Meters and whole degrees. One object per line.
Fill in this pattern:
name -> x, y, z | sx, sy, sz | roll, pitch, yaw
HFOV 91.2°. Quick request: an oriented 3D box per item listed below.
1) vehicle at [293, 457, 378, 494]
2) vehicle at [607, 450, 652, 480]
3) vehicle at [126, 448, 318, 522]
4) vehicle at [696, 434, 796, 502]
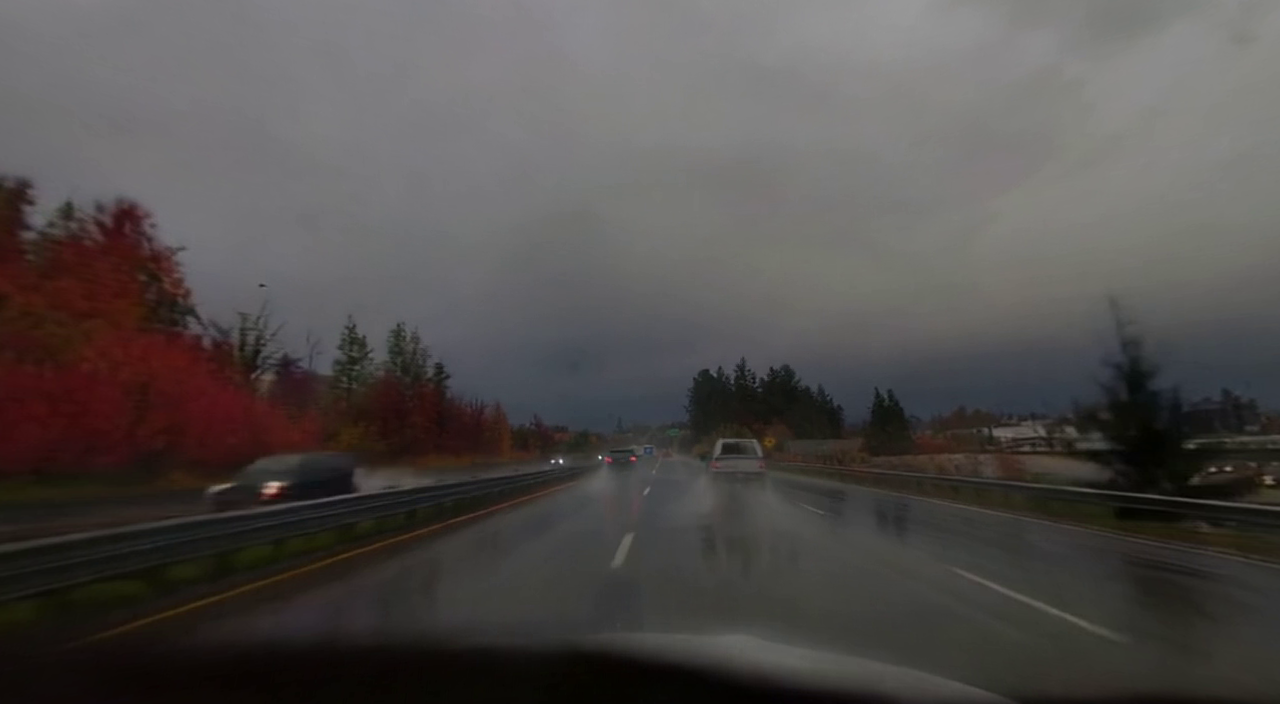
vehicle -> -15.126, 6.116, 31.400 | 1.938, 1.618, 4.309 | -1, -9, 2
vehicle -> -0.453, 5.703, 31.829 | 2.037, 1.418, 3.793 | -1, -9, 3
vehicle -> -10.788, 3.415, 16.659 | 1.996, 1.663, 4.278 | -1, -9, 2
vehicle -> 2.920, 3.330, 18.387 | 2.250, 1.718, 4.358 | -1, -9, 1
